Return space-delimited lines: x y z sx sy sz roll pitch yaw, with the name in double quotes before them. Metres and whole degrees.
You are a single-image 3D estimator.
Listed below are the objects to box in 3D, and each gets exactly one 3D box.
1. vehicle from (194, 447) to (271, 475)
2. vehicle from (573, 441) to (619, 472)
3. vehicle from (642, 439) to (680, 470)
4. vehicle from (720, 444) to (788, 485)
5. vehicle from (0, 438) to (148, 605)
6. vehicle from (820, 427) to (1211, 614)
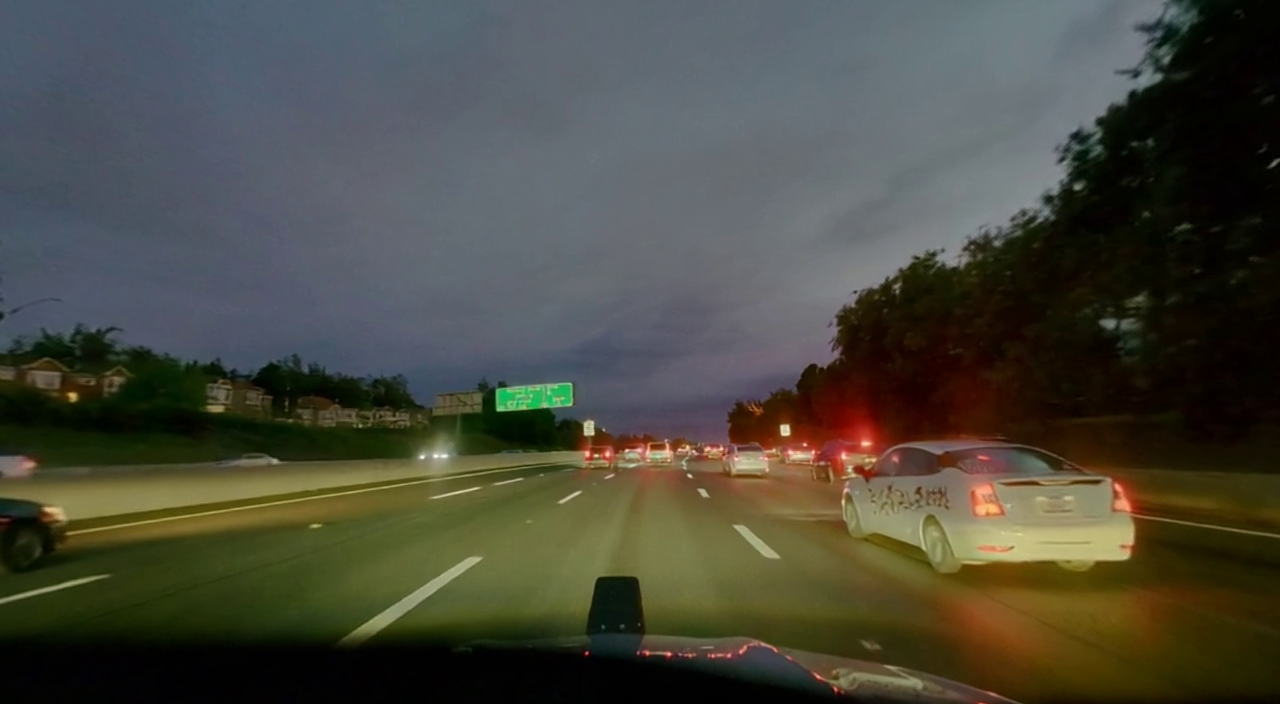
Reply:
"vehicle" -25.950 6.950 40.370 1.827 1.654 4.388 0 -8 2
"vehicle" -2.570 6.270 38.041 2.070 1.740 4.678 -1 -8 4
"vehicle" 1.295 6.168 38.110 2.183 1.764 4.134 0 -8 3
"vehicle" 4.231 4.229 24.049 1.854 1.438 3.954 0 -8 0
"vehicle" -6.849 1.454 5.155 2.050 1.507 4.375 0 -8 1
"vehicle" 3.688 1.693 7.360 1.912 1.509 4.291 0 -8 0
